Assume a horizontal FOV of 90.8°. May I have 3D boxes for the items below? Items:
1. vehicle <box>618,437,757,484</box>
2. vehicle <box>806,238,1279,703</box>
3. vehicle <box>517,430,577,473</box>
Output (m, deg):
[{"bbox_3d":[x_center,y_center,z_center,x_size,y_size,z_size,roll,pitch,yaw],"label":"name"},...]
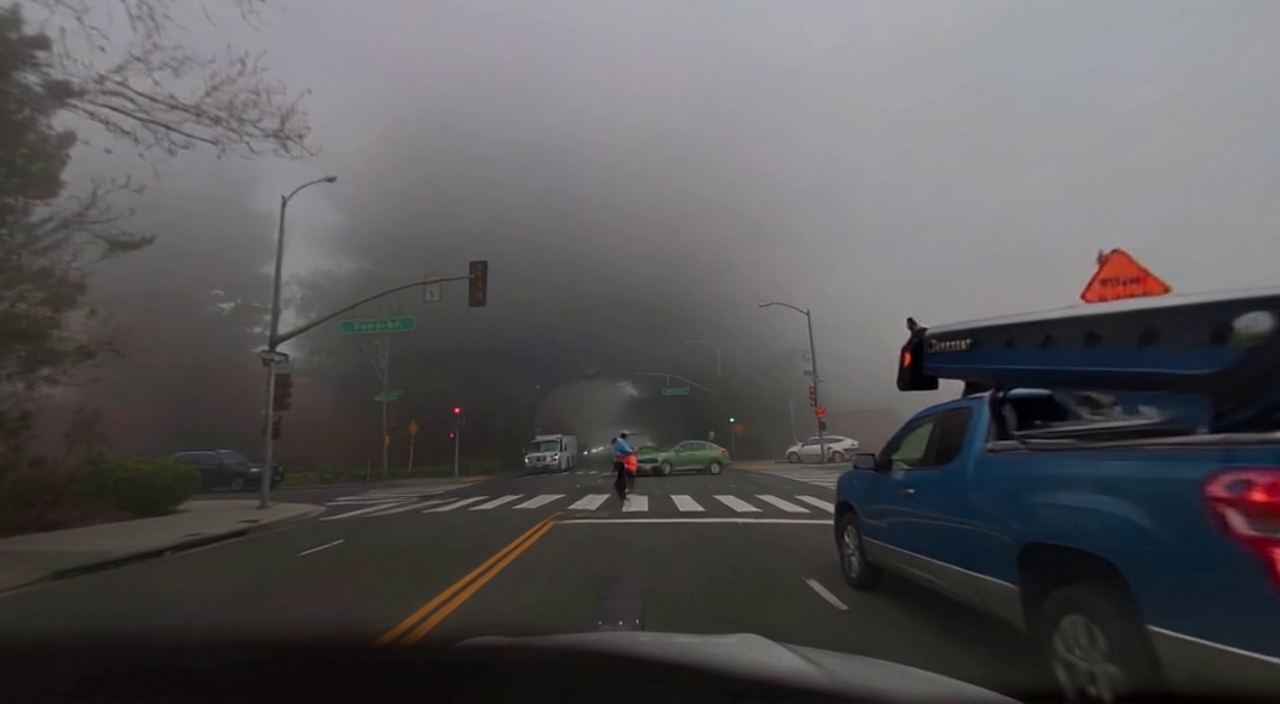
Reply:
[{"bbox_3d":[1.755,4.031,23.800,4.771,1.630,1.979,3,-9,-18],"label":"vehicle"},{"bbox_3d":[3.069,1.045,4.564,2.177,2.015,5.463,0,-9,-1],"label":"vehicle"},{"bbox_3d":[-5.970,6.571,41.722,2.896,2.560,7.322,0,-9,0],"label":"vehicle"}]
